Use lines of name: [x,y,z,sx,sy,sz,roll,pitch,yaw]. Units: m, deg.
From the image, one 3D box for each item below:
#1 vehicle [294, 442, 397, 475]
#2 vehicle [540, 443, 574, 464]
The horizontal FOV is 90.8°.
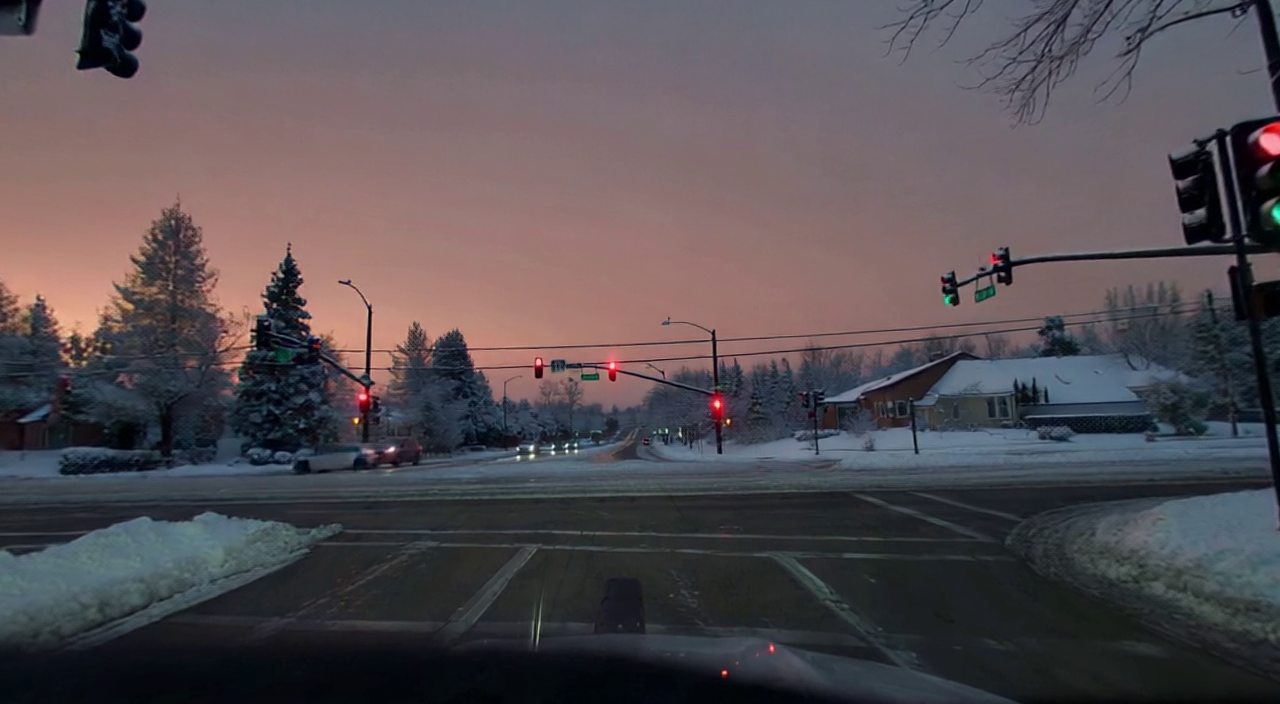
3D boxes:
vehicle: [-16.128,5.866,34.756,4.706,1.710,1.932,-1,-8,4]
vehicle: [-6.141,7.523,47.041,1.936,1.444,4.168,0,-8,0]
